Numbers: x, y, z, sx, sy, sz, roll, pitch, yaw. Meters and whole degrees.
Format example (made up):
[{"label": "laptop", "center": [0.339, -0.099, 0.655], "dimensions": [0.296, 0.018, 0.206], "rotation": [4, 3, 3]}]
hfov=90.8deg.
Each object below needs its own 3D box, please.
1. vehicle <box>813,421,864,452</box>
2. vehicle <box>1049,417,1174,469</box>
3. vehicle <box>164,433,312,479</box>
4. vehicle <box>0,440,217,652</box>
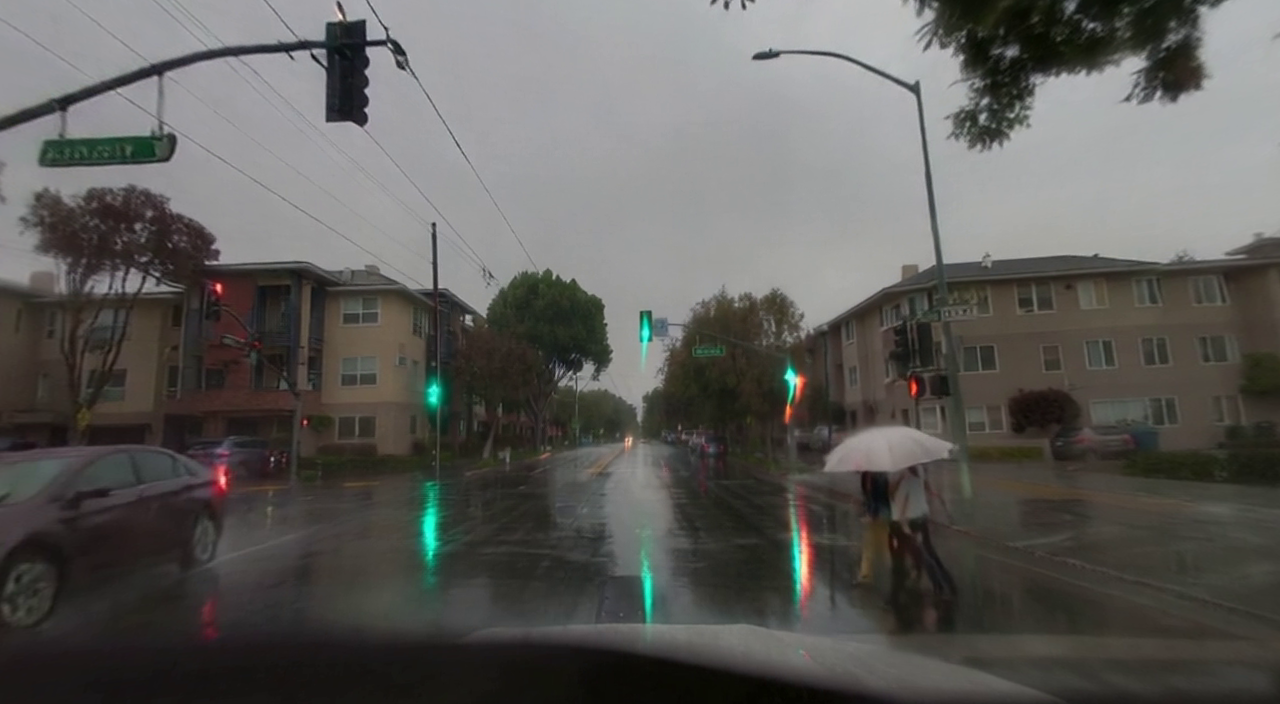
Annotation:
[{"label": "vehicle", "center": [11.519, 4.981, 36.953], "dimensions": [1.950, 1.714, 4.245], "rotation": [-1, -9, 5]}, {"label": "vehicle", "center": [17.109, 3.367, 23.227], "dimensions": [2.013, 1.722, 4.007], "rotation": [-2, -9, 11]}, {"label": "vehicle", "center": [-19.039, 4.920, 30.142], "dimensions": [5.468, 1.854, 2.283], "rotation": [-2, -8, -3]}, {"label": "vehicle", "center": [-5.871, 1.665, 6.033], "dimensions": [1.945, 1.424, 4.135], "rotation": [-3, -8, -17]}]
